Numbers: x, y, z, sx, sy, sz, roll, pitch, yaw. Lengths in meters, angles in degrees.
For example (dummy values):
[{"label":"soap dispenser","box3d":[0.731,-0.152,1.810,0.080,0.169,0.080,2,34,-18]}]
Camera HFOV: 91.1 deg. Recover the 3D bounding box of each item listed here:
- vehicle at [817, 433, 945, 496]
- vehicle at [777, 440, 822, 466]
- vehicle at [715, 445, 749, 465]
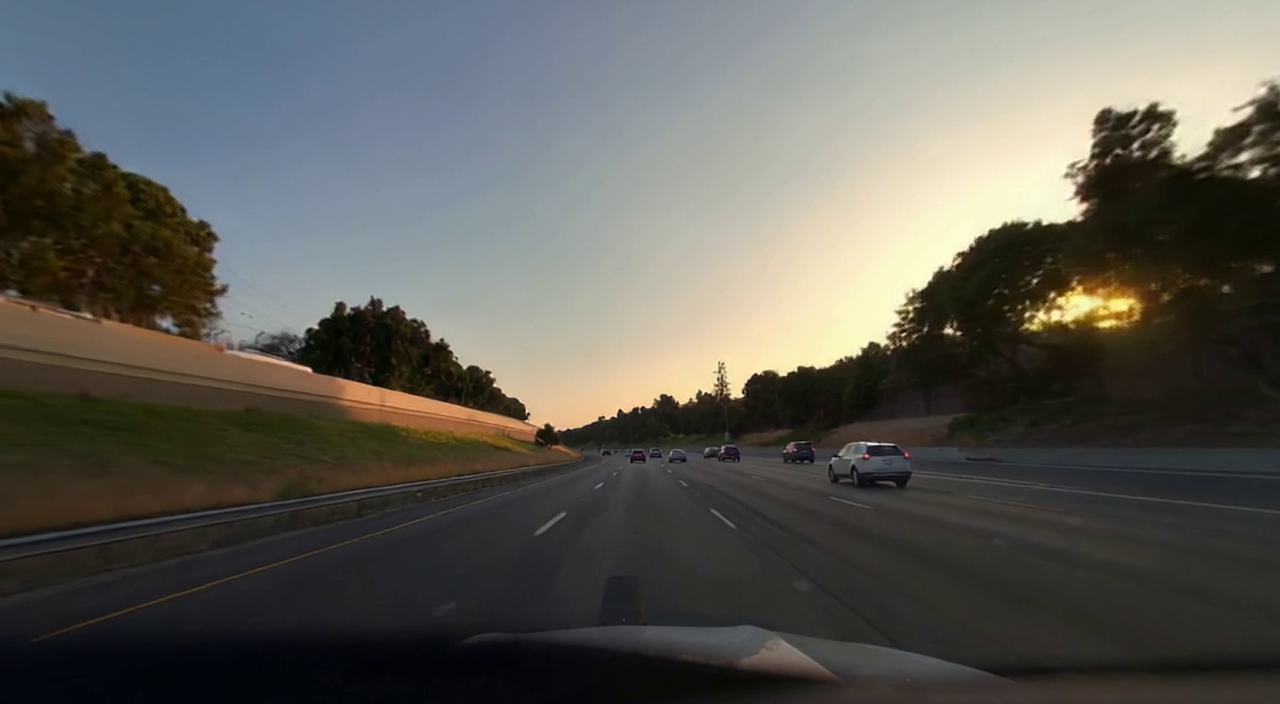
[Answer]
[{"label":"vehicle","box3d":[7.188,3.387,19.336,2.048,1.697,4.689,0,-8,0]},{"label":"vehicle","box3d":[11.001,6.965,43.473,1.986,1.644,4.126,0,-8,-1]},{"label":"vehicle","box3d":[7.067,7.937,48.446,1.940,1.482,3.644,0,-8,-2]}]
